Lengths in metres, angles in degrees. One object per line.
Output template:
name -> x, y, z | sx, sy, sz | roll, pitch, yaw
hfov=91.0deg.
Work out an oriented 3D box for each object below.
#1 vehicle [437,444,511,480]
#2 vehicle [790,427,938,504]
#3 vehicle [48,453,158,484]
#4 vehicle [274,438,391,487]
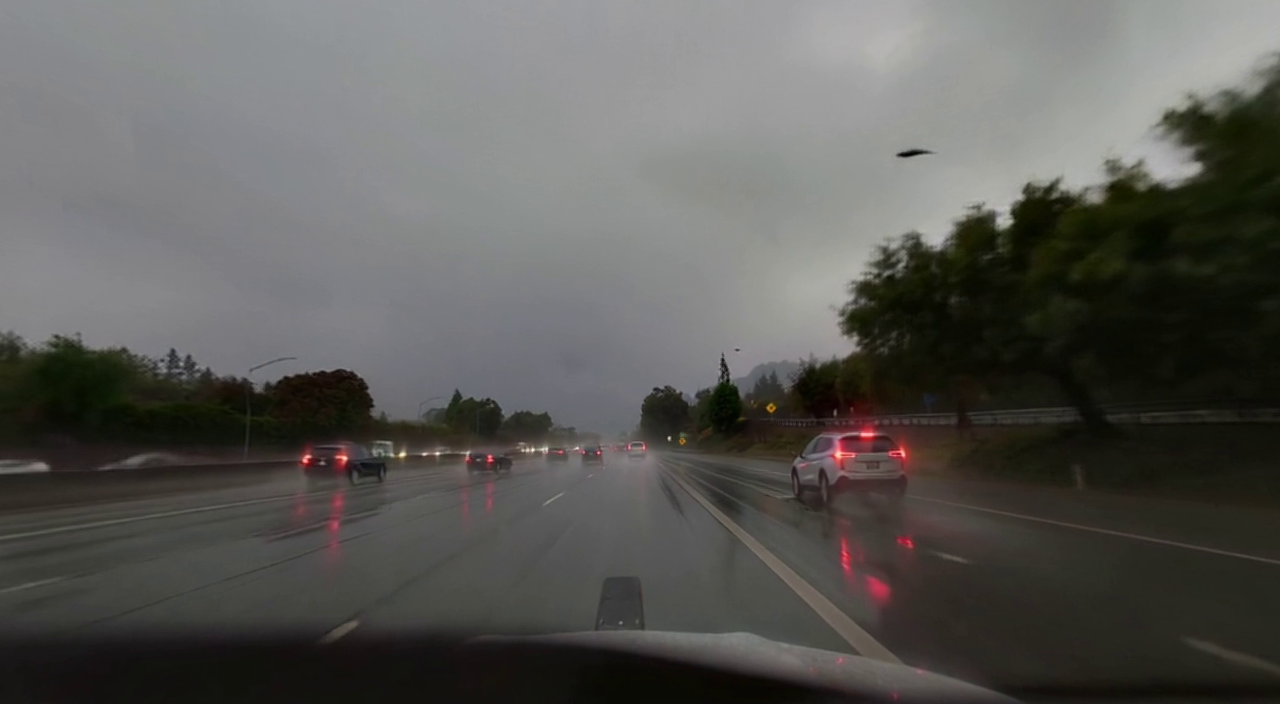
vehicle -> -7.490, 4.997, 28.931 | 2.071, 1.486, 4.703 | 0, -9, 1
vehicle -> 5.967, 3.097, 17.596 | 2.259, 1.816, 4.862 | 0, -9, -1
vehicle -> -28.522, 6.172, 33.682 | 1.866, 1.510, 4.521 | 0, -9, 1
vehicle -> -11.352, 4.101, 23.670 | 2.107, 1.628, 4.446 | 0, -9, 1
